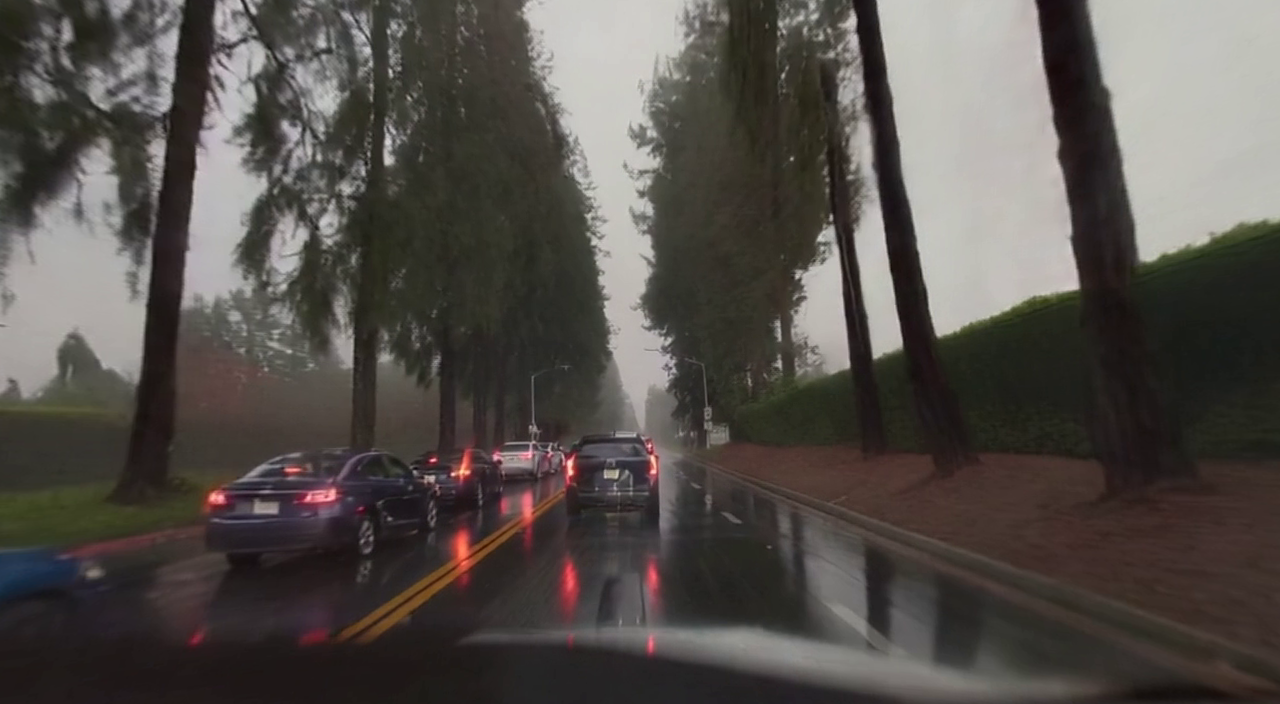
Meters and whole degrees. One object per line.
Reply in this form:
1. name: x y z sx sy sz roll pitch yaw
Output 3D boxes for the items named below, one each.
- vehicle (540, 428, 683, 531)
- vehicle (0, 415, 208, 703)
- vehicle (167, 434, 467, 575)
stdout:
1. vehicle: -0.460 2.203 11.538 2.127 1.517 4.090 0 -8 -1
2. vehicle: -3.907 0.868 1.794 1.968 1.459 4.734 0 -8 1
3. vehicle: -3.847 1.848 8.515 1.784 1.408 4.141 0 -8 1
